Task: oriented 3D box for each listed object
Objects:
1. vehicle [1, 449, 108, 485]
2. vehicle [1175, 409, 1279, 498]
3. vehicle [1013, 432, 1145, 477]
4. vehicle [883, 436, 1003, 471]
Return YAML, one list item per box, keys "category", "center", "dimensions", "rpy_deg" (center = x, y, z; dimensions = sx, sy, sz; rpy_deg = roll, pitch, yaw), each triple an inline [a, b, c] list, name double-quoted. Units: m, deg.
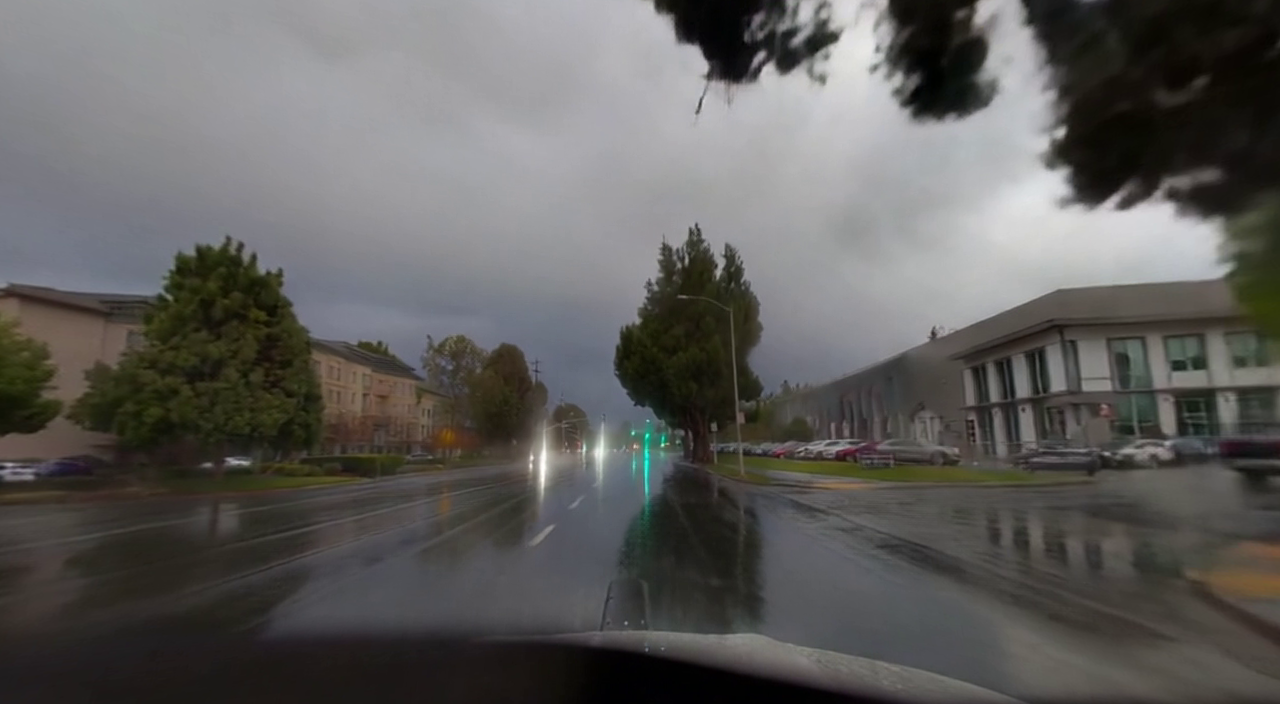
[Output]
- category: "vehicle"
  center: [-38.650, 7.574, 41.736]
  dimensions: [4.529, 2.241, 2.471]
  rpy_deg: [0, -8, -1]
- category: "vehicle"
  center: [15.473, 2.236, 14.358]
  dimensions: [4.655, 1.828, 2.223]
  rpy_deg: [-1, -8, -6]
- category: "vehicle"
  center: [18.785, 4.400, 27.349]
  dimensions: [1.991, 1.682, 4.877]
  rpy_deg: [-3, -8, -3]
- category: "vehicle"
  center: [14.746, 4.973, 30.861]
  dimensions: [4.854, 1.649, 1.886]
  rpy_deg: [0, -9, -2]
